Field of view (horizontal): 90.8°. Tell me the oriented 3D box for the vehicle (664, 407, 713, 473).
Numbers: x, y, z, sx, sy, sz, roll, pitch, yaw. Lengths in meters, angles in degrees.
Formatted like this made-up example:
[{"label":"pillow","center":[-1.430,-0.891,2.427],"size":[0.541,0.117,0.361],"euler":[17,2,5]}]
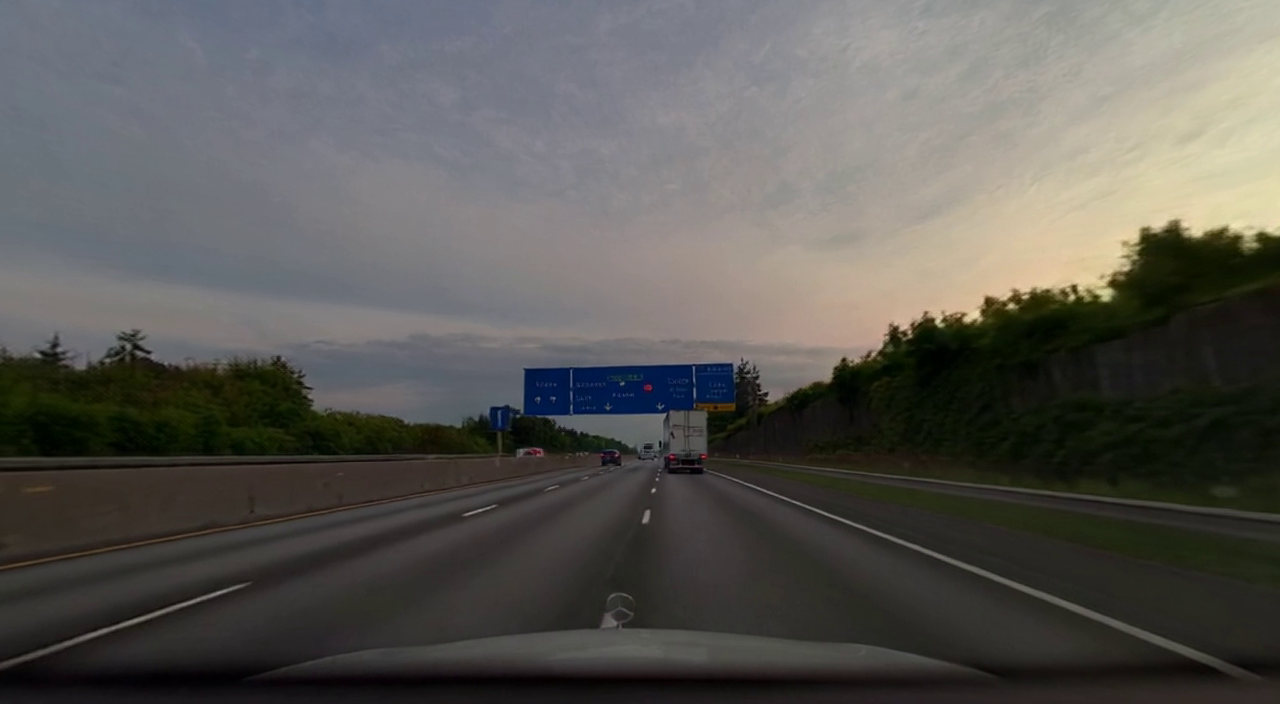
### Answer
[{"label":"vehicle","center":[3.215,6.526,45.659],"size":[2.901,4.032,14.338],"euler":[0,-9,2]}]
